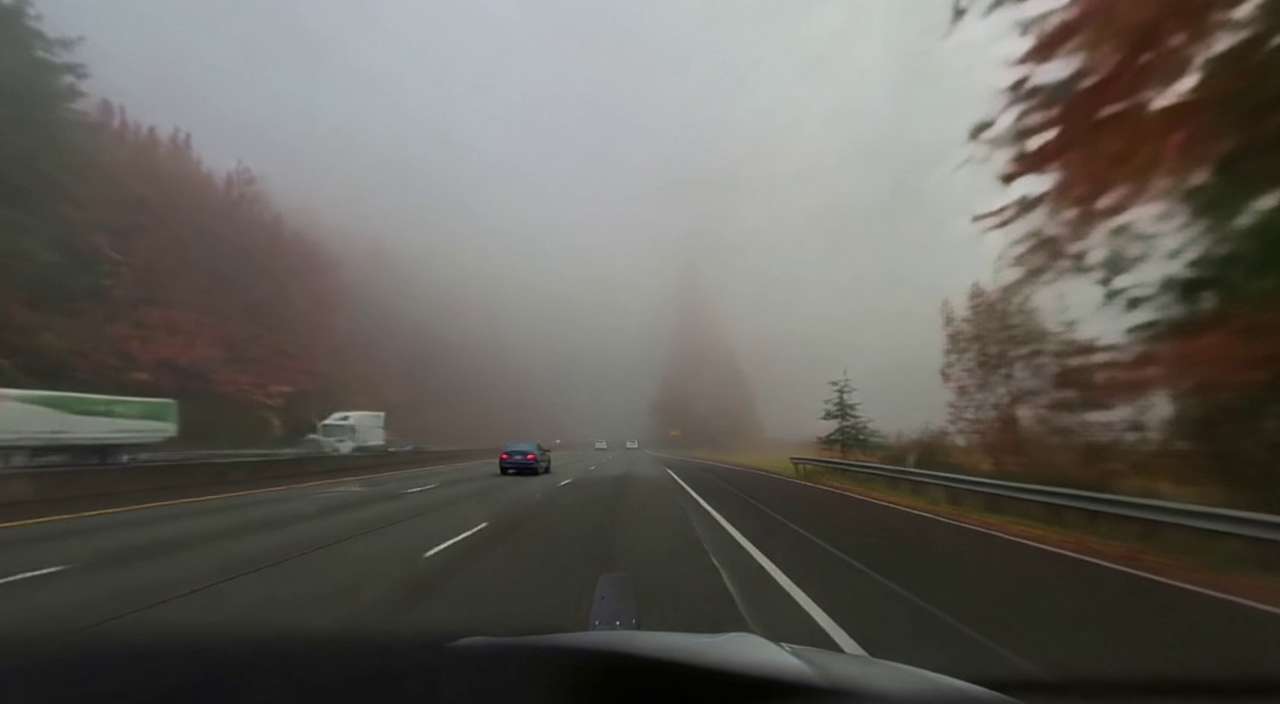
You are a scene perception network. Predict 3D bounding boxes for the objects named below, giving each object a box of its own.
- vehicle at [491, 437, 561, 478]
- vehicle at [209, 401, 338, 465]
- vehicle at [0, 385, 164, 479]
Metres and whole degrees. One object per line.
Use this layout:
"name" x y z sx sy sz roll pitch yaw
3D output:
"vehicle" -4.564 4.264 25.801 2.004 1.497 4.260 0 -8 1
"vehicle" -25.390 5.742 44.439 3.011 3.956 10.117 0 -8 0
"vehicle" -29.127 3.740 29.357 2.892 4.037 14.067 0 -8 0
